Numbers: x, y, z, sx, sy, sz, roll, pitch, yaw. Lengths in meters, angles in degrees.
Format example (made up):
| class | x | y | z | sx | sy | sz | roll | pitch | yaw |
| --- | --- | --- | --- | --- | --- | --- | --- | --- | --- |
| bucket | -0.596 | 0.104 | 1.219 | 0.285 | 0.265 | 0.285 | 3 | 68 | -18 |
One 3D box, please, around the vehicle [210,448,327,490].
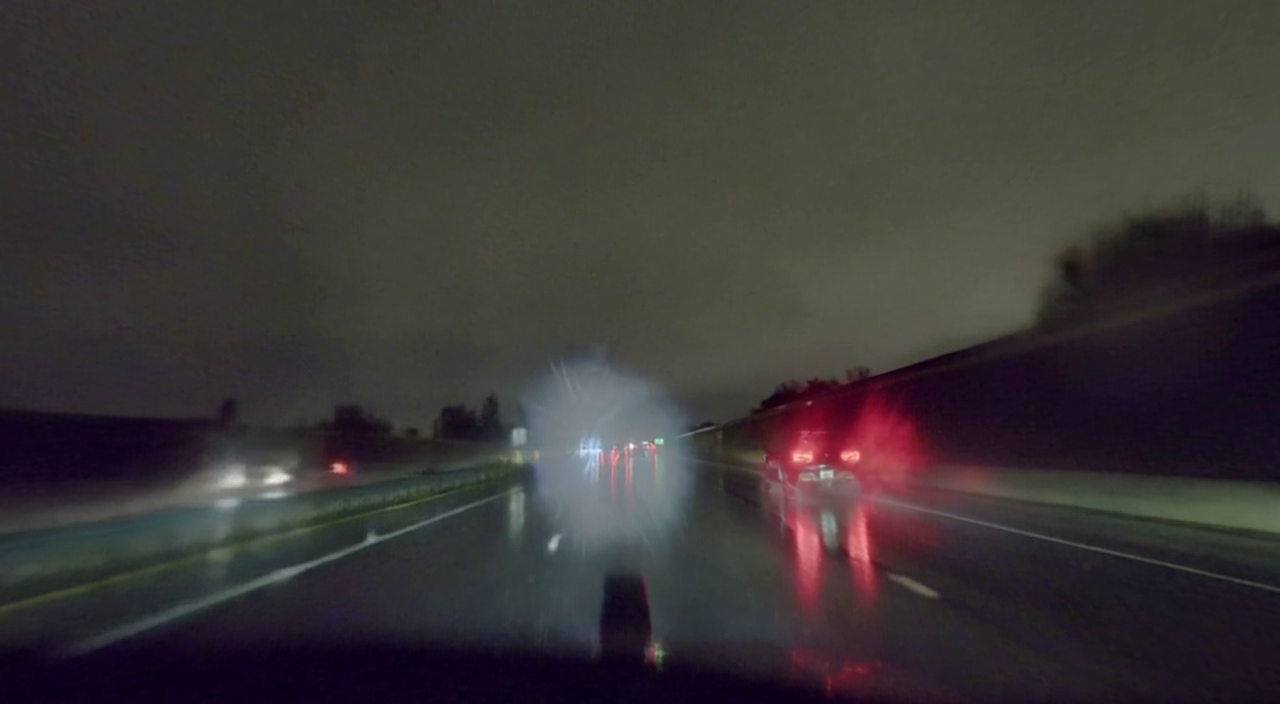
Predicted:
| class | x | y | z | sx | sy | sz | roll | pitch | yaw |
| --- | --- | --- | --- | --- | --- | --- | --- | --- | --- |
| vehicle | -15.277 | 4.814 | 26.221 | 2.046 | 1.530 | 4.596 | 0 | -8 | 0 |
